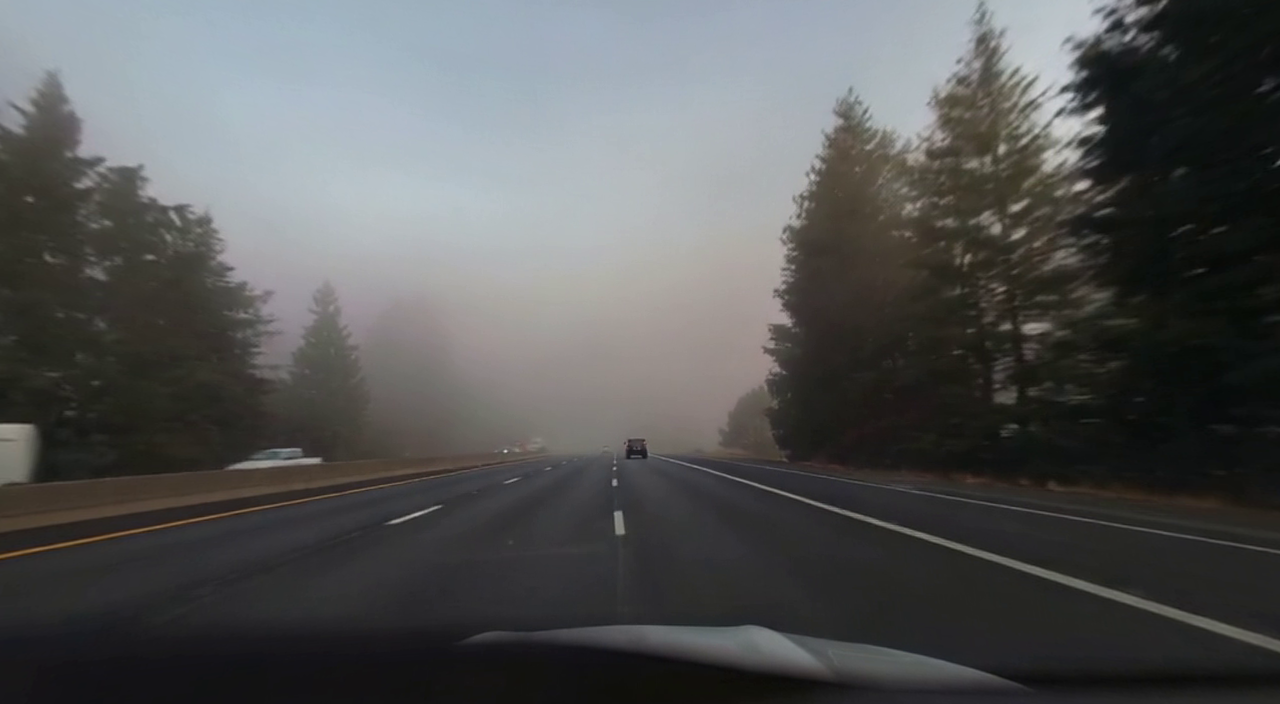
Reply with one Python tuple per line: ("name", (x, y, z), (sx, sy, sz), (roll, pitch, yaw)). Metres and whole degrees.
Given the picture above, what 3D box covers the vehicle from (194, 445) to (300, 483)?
("vehicle", (-17.267, 4.910, 27.962), (1.931, 1.535, 4.492), (0, -8, -2))
